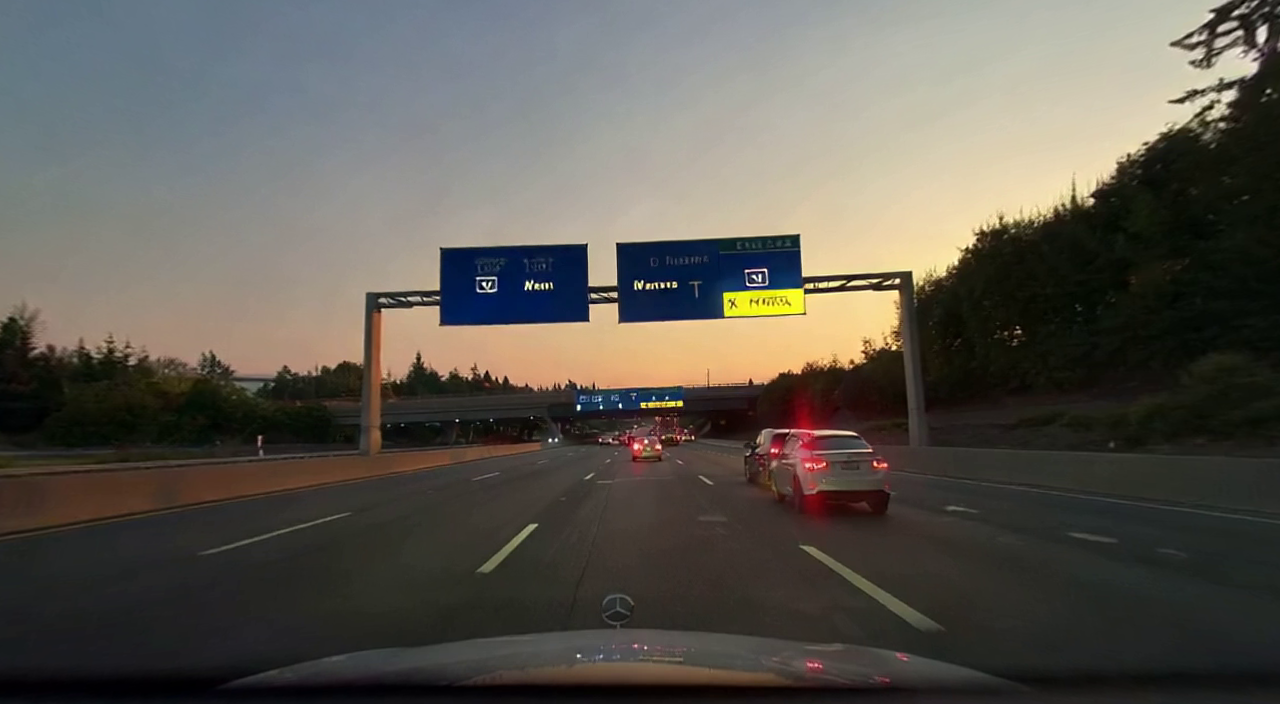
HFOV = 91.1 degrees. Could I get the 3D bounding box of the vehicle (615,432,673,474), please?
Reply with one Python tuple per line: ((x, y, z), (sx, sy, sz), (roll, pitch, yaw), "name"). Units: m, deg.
((0.123, 3.814, 24.095), (2.046, 1.467, 3.844), (0, -8, -1), "vehicle")
